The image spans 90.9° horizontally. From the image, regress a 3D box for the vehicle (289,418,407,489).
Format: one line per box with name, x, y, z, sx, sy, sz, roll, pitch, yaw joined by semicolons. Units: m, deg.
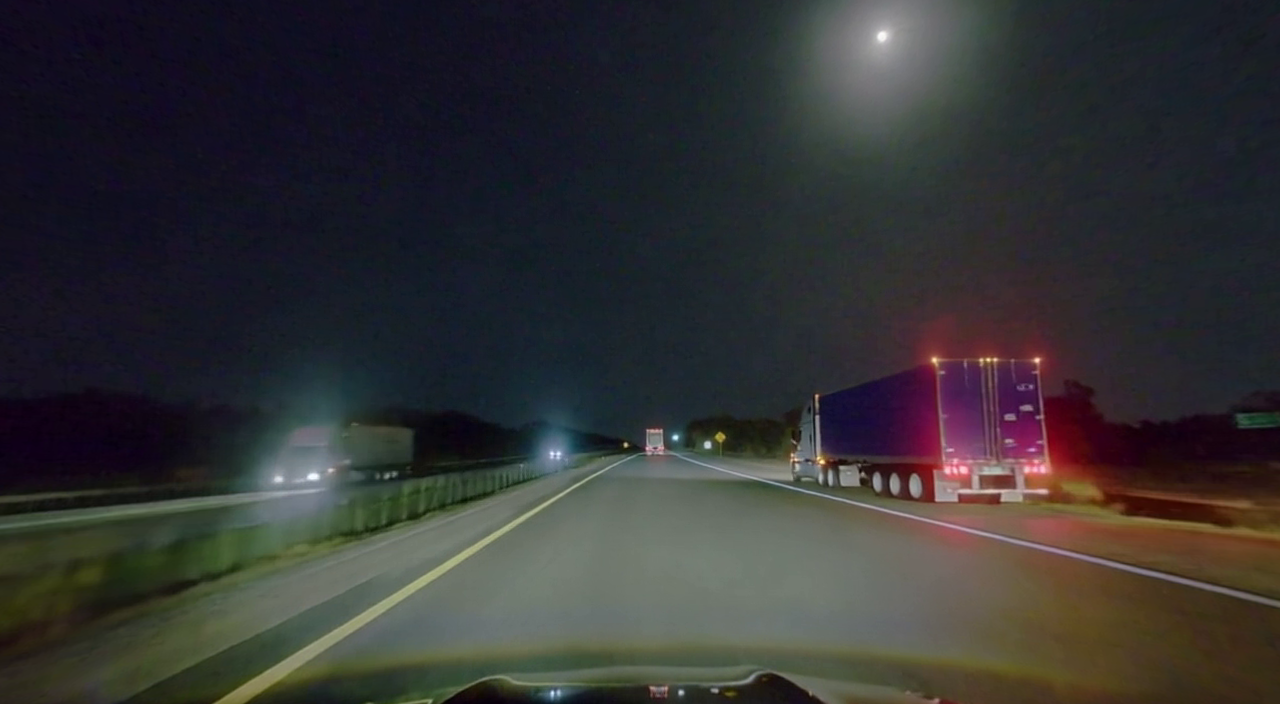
vehicle;-14.842;5.228;32.730;2.790;3.247;6.961;0;-9;-1
